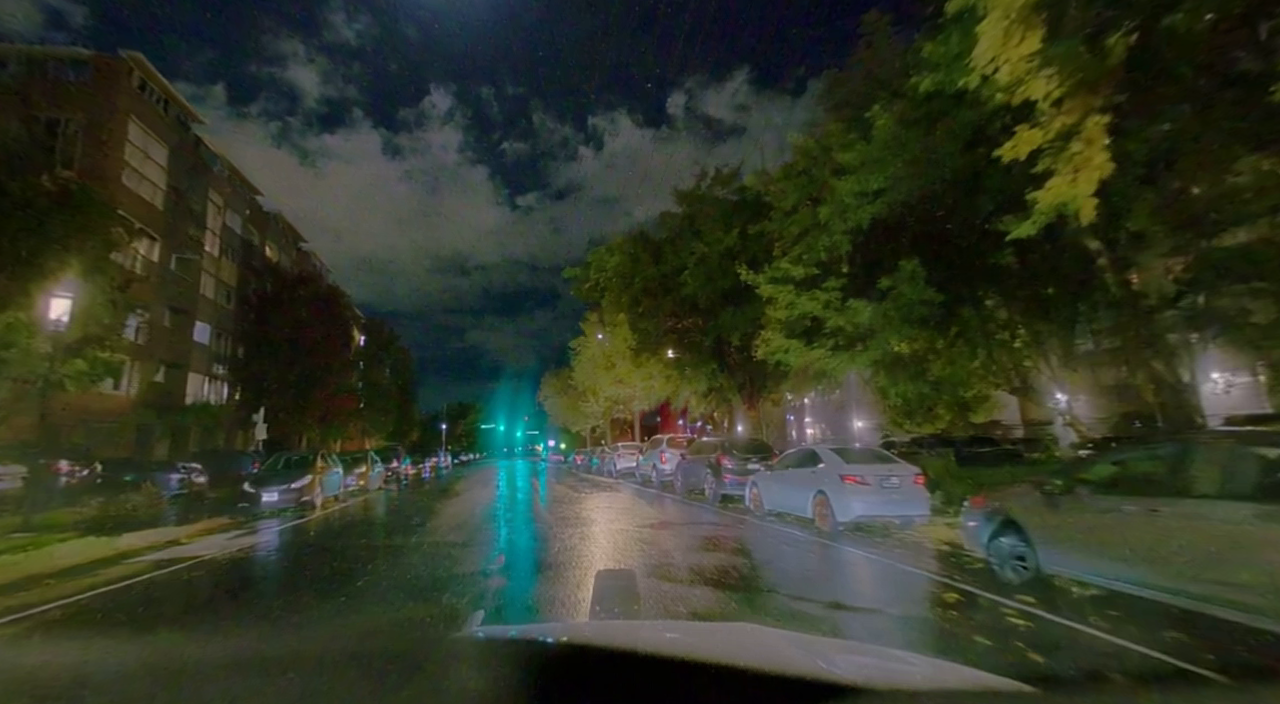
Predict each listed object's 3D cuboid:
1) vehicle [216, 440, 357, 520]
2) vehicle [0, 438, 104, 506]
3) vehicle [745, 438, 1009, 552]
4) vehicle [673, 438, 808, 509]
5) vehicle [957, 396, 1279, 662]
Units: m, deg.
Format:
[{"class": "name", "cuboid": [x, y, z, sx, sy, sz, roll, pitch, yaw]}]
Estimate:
[{"class": "vehicle", "cuboid": [-9.895, 3.589, 18.174, 2.072, 1.840, 5.197, -1, -9, -12]}, {"class": "vehicle", "cuboid": [-18.958, 3.534, 17.990, 5.035, 1.760, 2.149, -2, -10, -11]}, {"class": "vehicle", "cuboid": [3.396, 2.119, 10.143, 1.974, 1.385, 4.315, 1, -9, -11]}, {"class": "vehicle", "cuboid": [2.318, 2.949, 15.848, 1.954, 1.507, 4.356, 1, -9, -11]}, {"class": "vehicle", "cuboid": [4.493, 1.057, 4.052, 2.049, 1.447, 4.626, 1, -9, -7]}]
